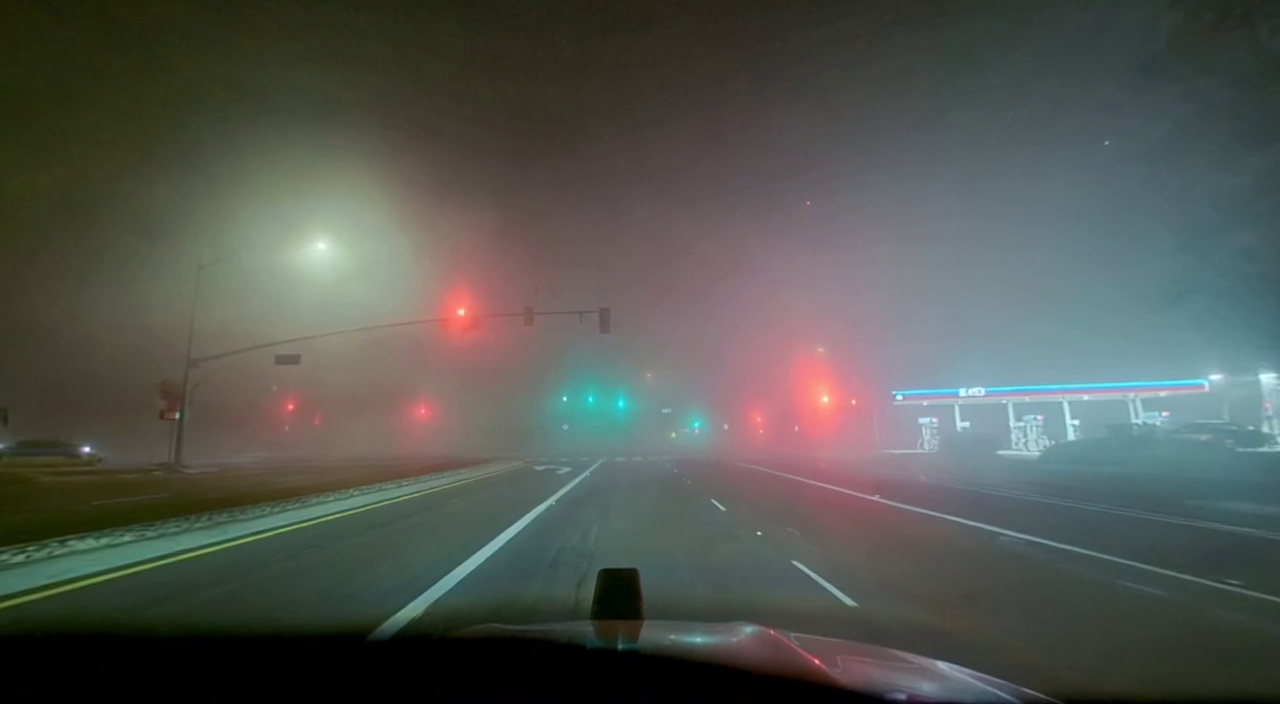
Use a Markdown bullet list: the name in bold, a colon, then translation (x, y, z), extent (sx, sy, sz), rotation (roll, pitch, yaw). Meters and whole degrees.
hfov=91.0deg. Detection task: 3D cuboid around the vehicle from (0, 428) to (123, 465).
- **vehicle**: translation (-29.738, 4.777, 31.967), extent (5.089, 1.762, 2.060), rotation (6, -10, -34)
